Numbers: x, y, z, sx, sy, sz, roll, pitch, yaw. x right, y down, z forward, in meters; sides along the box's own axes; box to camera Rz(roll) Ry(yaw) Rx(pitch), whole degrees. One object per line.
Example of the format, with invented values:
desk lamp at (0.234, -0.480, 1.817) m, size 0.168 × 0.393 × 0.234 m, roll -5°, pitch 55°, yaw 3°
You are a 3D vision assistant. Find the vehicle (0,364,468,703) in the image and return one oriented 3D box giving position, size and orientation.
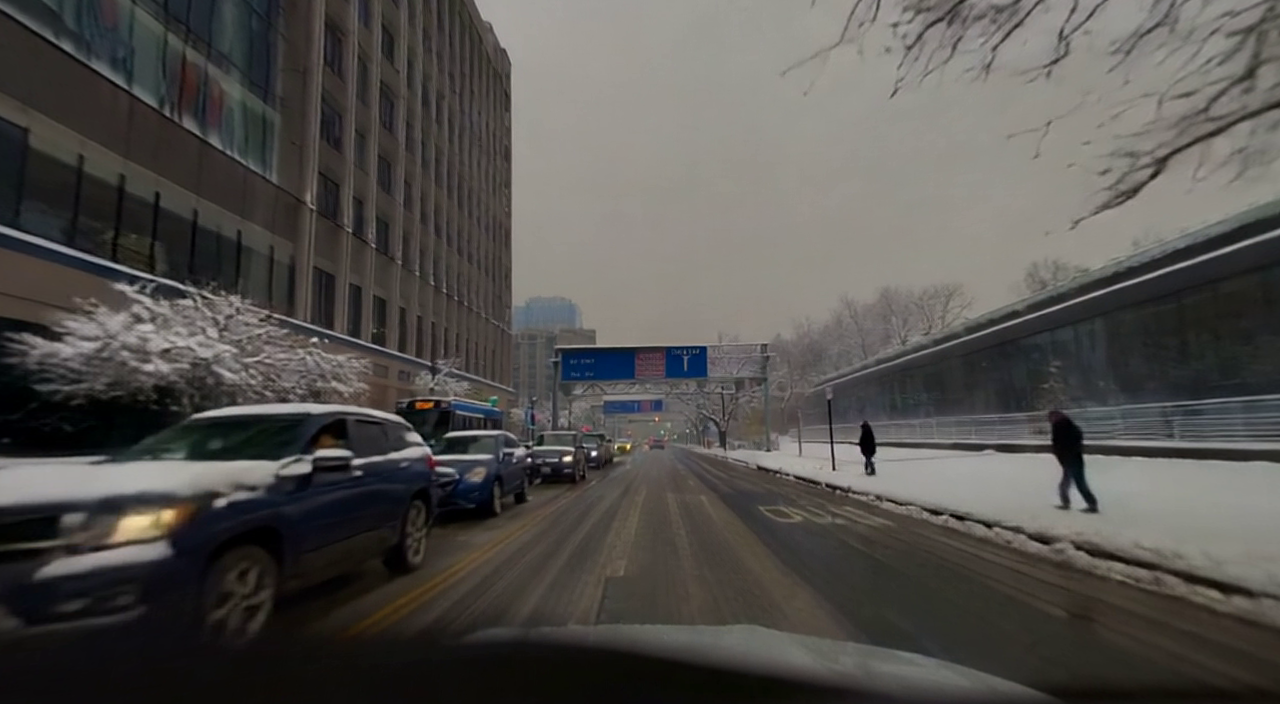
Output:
vehicle at (-3.352, 1.292, 5.693) m, size 2.225 × 1.848 × 4.472 m, roll 0°, pitch -8°, yaw 2°

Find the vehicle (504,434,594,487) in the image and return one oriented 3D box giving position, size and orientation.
vehicle at (-3.043, 3.735, 22.294) m, size 2.266 × 1.621 × 4.783 m, roll -1°, pitch -8°, yaw 3°
